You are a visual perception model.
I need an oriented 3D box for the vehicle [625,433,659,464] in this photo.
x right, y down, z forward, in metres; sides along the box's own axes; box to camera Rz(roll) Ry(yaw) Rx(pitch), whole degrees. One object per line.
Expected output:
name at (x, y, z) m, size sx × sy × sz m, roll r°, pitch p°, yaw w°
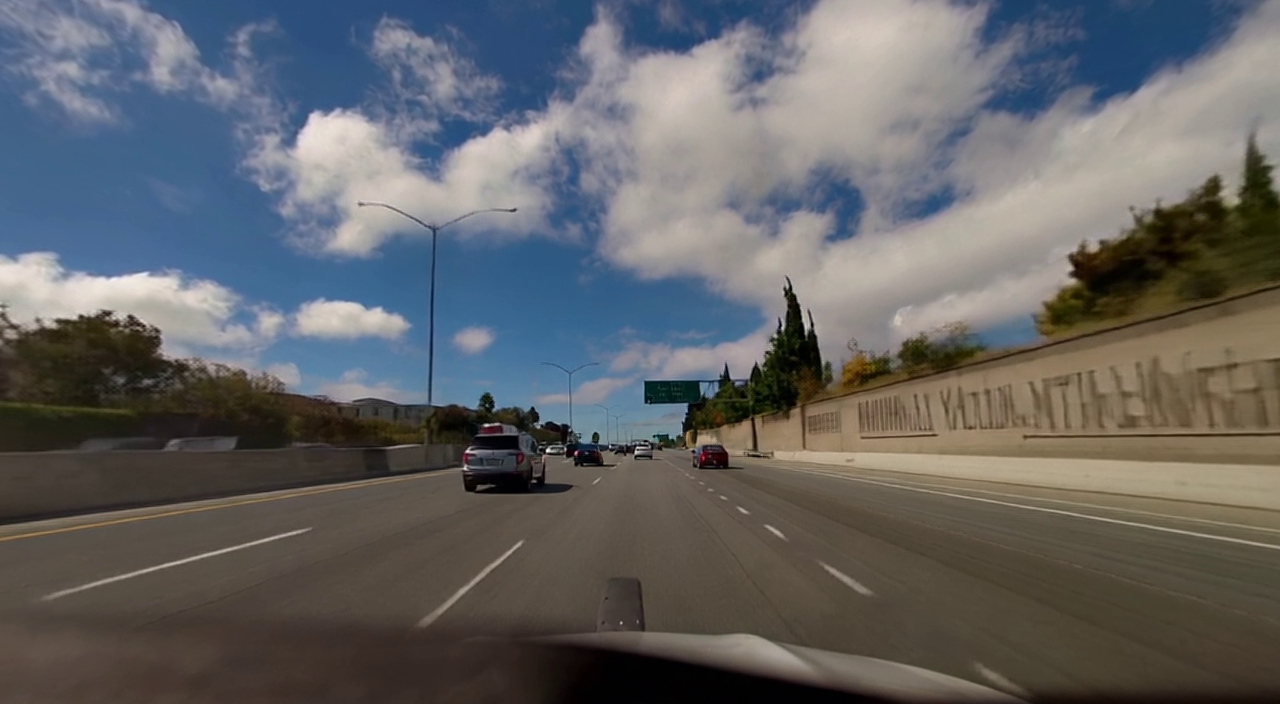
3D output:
vehicle at (0.182, 7.497, 49.029) m, size 2.485 × 2.215 × 5.199 m, roll 0°, pitch -9°, yaw 0°

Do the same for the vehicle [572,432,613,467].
vehicle at (-3.128, 6.544, 42.356) m, size 2.378 × 2.214 × 4.352 m, roll 0°, pitch -9°, yaw 0°

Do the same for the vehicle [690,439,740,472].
vehicle at (4.132, 5.830, 35.614) m, size 2.224 × 1.752 × 4.487 m, roll 0°, pitch -9°, yaw -1°

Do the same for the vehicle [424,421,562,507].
vehicle at (-3.484, 2.813, 16.267) m, size 2.184 × 1.819 × 5.441 m, roll 0°, pitch -9°, yaw 1°
